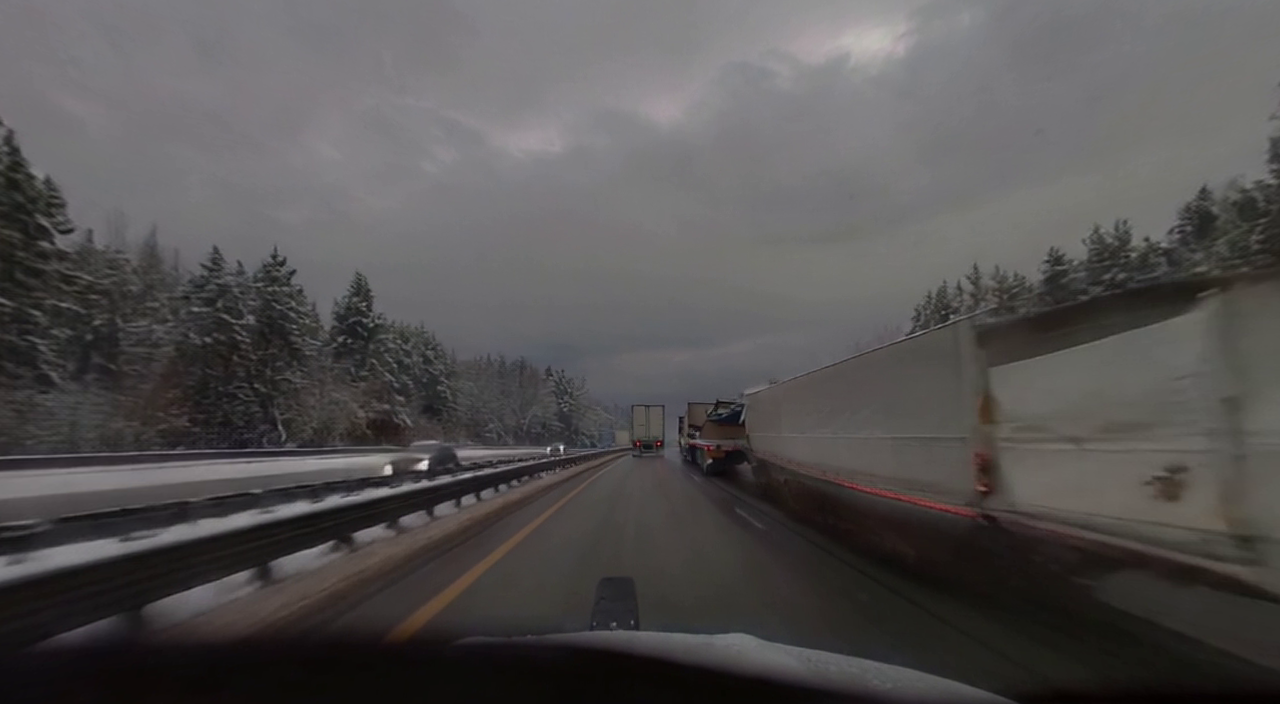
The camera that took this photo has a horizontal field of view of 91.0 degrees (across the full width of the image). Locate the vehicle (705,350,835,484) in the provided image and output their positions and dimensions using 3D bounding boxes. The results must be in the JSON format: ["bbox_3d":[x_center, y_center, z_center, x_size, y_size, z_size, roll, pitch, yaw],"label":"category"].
[{"bbox_3d":[4.388,2.537,23.410,2.860,4.036,8.586,0,-8,0],"label":"vehicle"}]

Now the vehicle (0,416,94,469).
[{"bbox_3d":[-45.976,6.735,46.662,3.089,3.565,9.834,0,-8,-7],"label":"vehicle"}]

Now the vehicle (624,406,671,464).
[{"bbox_3d":[0.457,5.233,39.548,2.644,3.247,7.454,-1,-8,0],"label":"vehicle"}]

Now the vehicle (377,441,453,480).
[{"bbox_3d":[-8.968,4.319,25.379,1.760,1.444,3.422,-1,-8,0],"label":"vehicle"}]

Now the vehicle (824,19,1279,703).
[{"bbox_3d":[4.440,0.354,6.423,2.956,3.604,6.277,0,-8,-2],"label":"vehicle"}]
